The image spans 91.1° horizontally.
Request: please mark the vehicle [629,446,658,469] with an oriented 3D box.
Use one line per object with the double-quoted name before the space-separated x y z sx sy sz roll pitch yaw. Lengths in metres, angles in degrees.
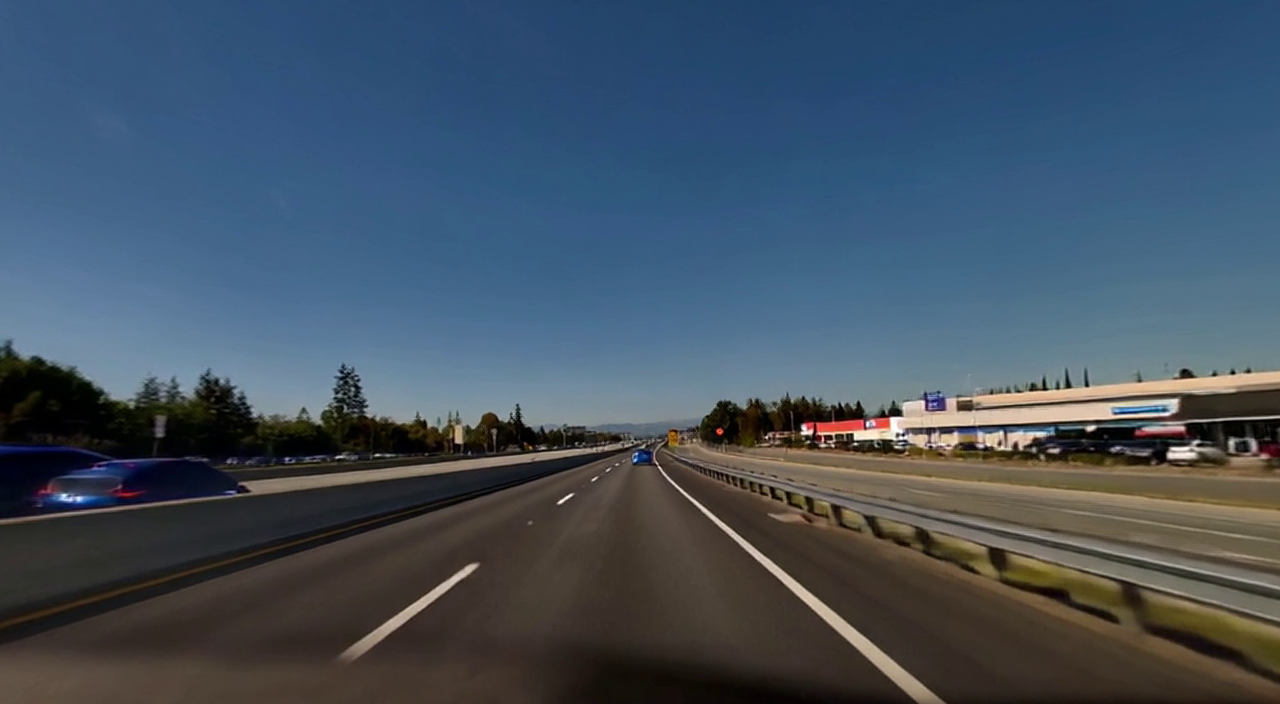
"vehicle" 0.247 7.548 45.082 2.014 1.507 3.960 0 -9 0
